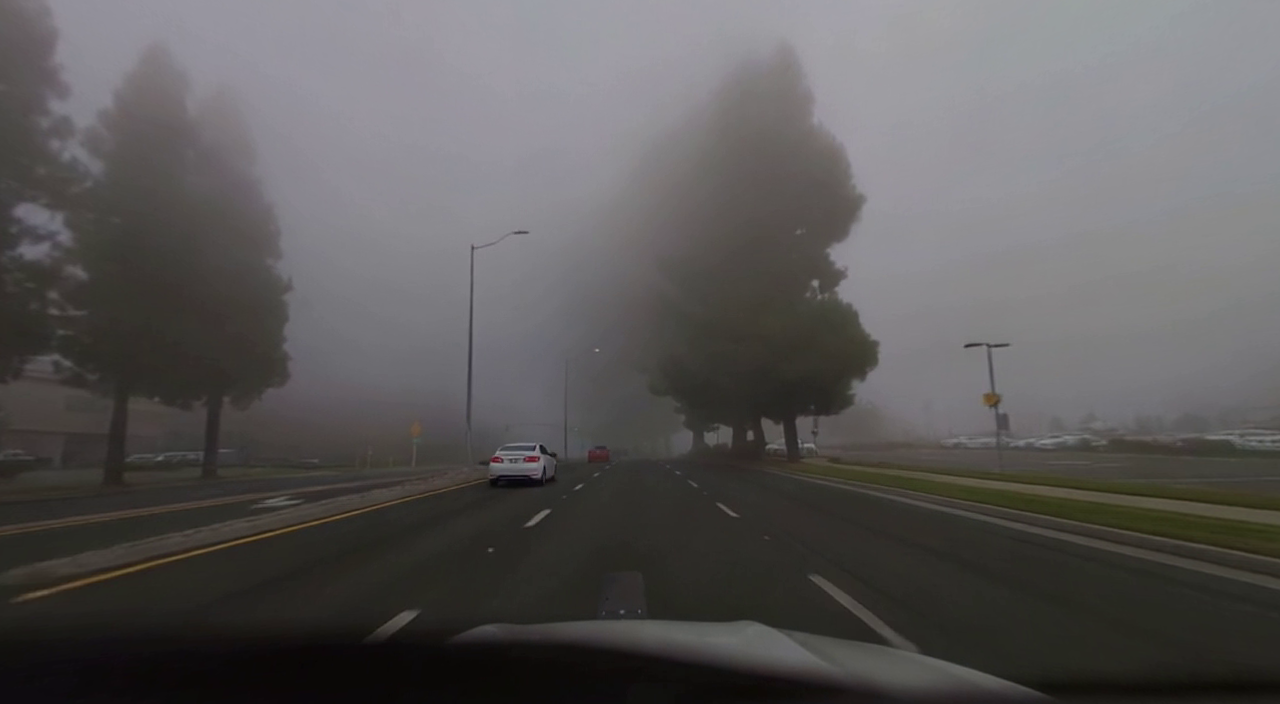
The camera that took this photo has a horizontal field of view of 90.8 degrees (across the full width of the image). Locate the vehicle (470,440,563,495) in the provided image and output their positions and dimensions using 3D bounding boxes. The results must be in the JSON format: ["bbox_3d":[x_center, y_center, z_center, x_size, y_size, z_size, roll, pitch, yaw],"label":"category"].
[{"bbox_3d":[-3.655,3.497,19.523,2.003,1.454,4.484,0,-8,0],"label":"vehicle"}]
